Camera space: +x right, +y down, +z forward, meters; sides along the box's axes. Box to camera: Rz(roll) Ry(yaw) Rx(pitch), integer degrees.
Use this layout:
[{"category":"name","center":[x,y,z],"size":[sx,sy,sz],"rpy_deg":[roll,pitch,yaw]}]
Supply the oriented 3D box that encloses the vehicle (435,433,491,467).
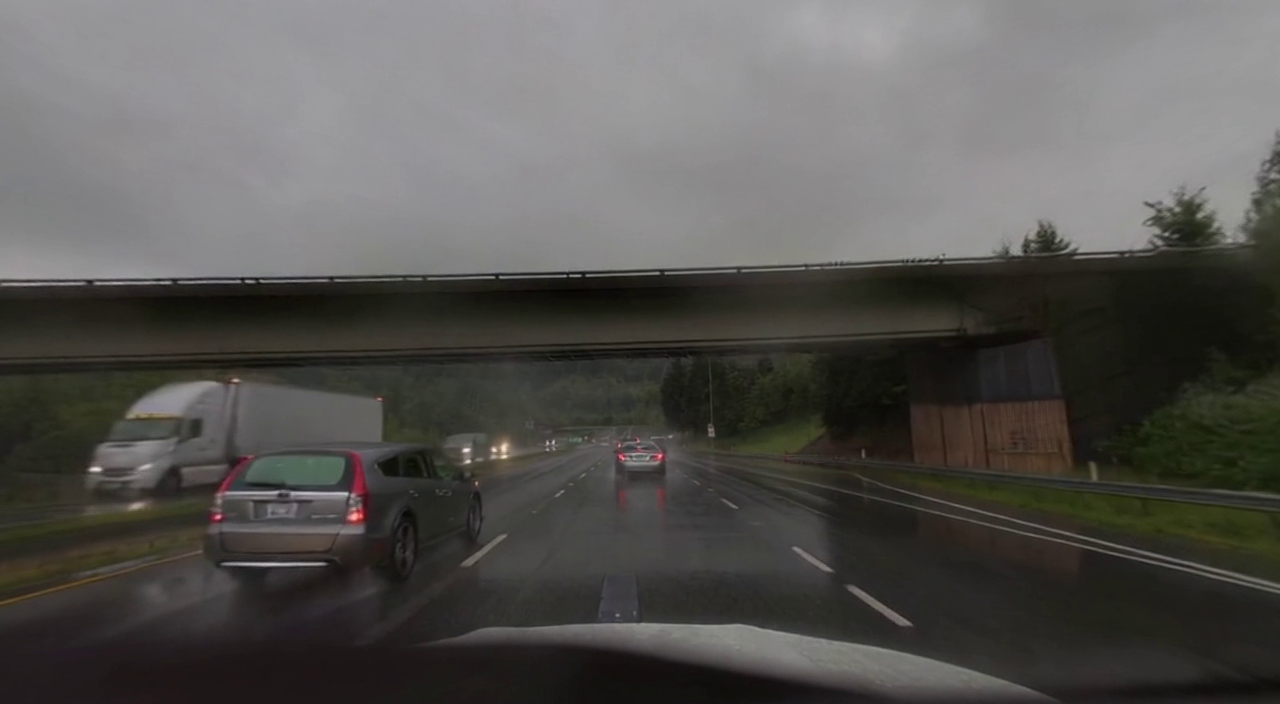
[{"category":"vehicle","center":[-12.211,6.789,43.752],"size":[2.418,2.195,4.922],"rpy_deg":[-1,-8,0]}]

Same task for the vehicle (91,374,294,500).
[{"category":"vehicle","center":[-15.847,3.102,22.982],"size":[3.032,3.983,5.800],"rpy_deg":[0,-8,-1]}]

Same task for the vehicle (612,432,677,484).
[{"category":"vehicle","center":[0.085,3.693,22.327],"size":[2.092,1.636,4.024],"rpy_deg":[0,-8,-2]}]
